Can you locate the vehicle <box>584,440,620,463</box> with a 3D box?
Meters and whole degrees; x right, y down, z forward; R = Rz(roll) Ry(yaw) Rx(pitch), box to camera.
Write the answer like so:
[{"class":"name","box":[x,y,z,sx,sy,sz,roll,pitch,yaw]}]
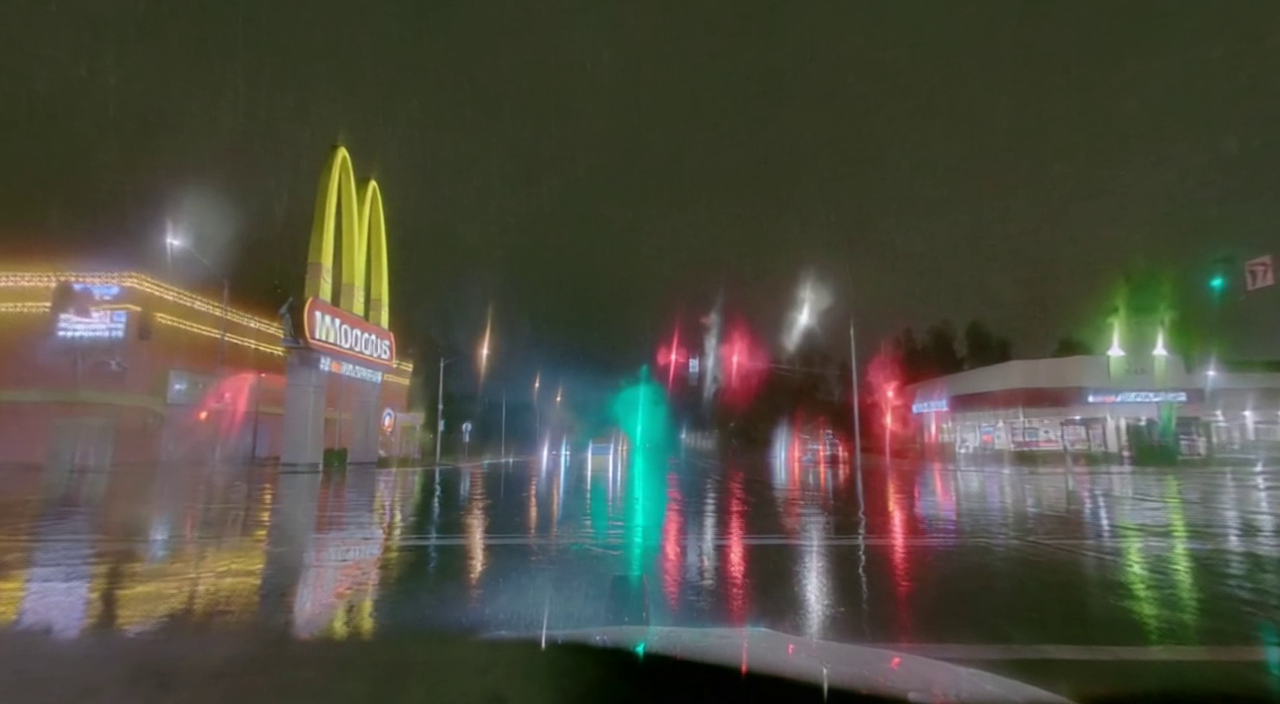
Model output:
[{"class":"vehicle","box":[-2.518,6.702,42.758,2.104,1.468,4.195,0,-8,1]}]
